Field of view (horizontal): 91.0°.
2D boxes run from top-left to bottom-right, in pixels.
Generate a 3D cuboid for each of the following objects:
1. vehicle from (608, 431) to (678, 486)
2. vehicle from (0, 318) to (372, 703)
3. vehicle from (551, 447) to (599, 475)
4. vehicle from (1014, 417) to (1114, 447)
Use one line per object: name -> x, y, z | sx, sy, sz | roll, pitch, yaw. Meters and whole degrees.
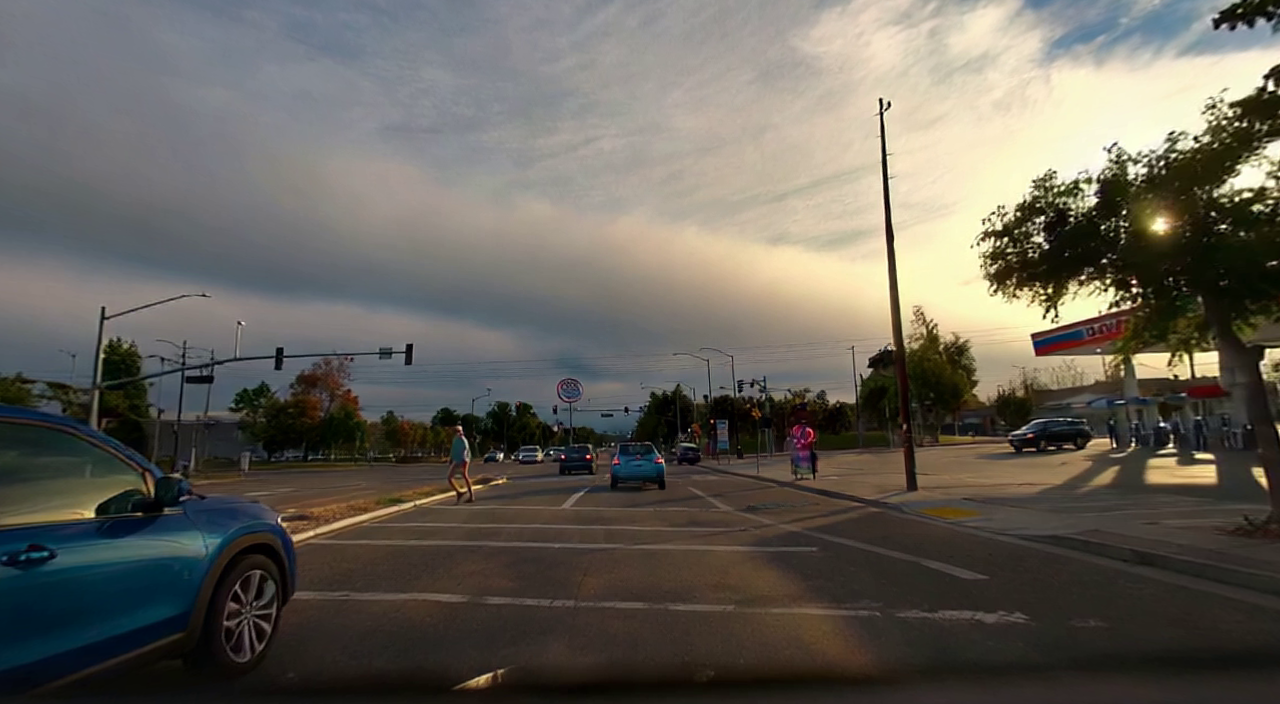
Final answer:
vehicle -> 0.050, 4.314, 25.856 | 2.552, 1.999, 5.498 | 0, -8, -1
vehicle -> -3.104, 0.805, 2.156 | 2.247, 1.734, 4.919 | 0, -8, -1
vehicle -> -3.668, 6.293, 36.584 | 2.192, 1.458, 4.594 | 0, -8, 1
vehicle -> 28.315, 5.392, 42.177 | 5.102, 1.893, 2.120 | 0, -9, -1
